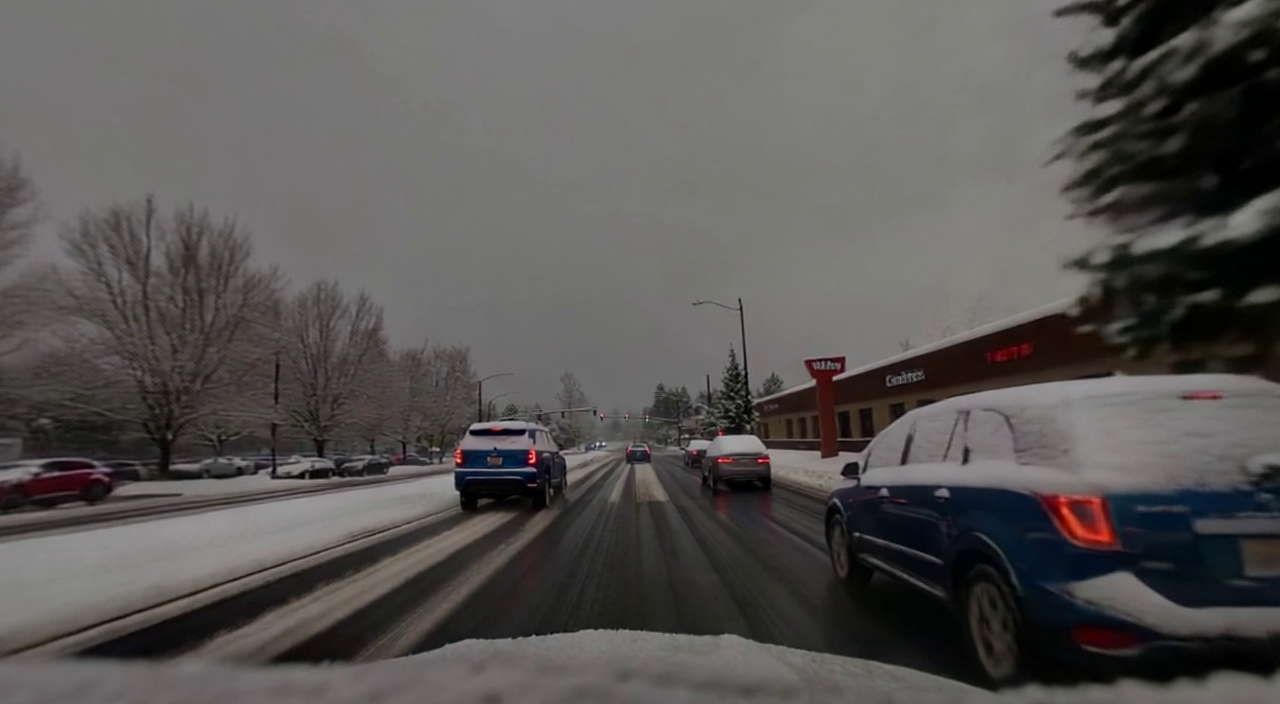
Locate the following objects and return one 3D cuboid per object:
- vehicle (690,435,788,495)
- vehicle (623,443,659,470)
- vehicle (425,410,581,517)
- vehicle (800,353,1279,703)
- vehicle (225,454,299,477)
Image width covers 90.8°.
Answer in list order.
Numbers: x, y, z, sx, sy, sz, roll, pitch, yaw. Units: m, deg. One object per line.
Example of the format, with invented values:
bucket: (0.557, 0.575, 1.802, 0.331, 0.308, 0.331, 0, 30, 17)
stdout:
vehicle: (2.845, 3.406, 19.407, 2.174, 1.596, 4.779, 0, -9, -1)
vehicle: (0.043, 6.152, 37.375, 2.008, 1.464, 4.052, 0, -9, -1)
vehicle: (-2.890, 2.547, 14.897, 2.368, 2.037, 5.319, 0, -9, 1)
vehicle: (2.856, 1.182, 4.873, 2.018, 1.719, 4.369, 0, -9, -1)
vehicle: (-28.735, 8.639, 48.094, 4.441, 1.625, 1.916, -1, -9, 3)
